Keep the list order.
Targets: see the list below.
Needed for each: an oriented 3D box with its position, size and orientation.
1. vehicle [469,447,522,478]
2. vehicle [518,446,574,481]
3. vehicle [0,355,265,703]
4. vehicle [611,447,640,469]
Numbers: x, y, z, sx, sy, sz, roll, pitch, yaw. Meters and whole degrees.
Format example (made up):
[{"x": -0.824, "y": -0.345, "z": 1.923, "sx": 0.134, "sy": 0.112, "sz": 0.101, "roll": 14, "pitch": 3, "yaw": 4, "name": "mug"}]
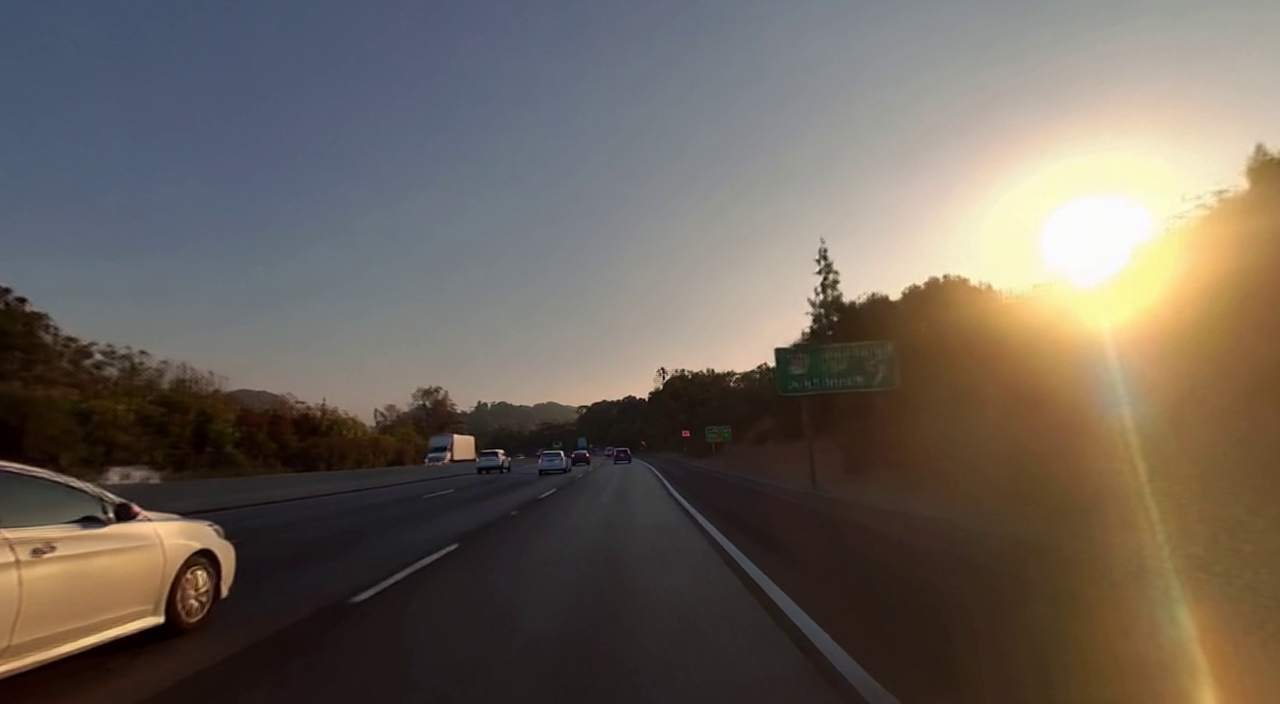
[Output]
[{"x": -7.715, "y": 5.922, "z": 33.812, "sx": 1.936, "sy": 1.516, "sz": 3.904, "roll": 0, "pitch": -9, "yaw": 0, "name": "vehicle"}, {"x": -4.250, "y": 5.115, "z": 28.954, "sx": 1.988, "sy": 1.477, "sz": 4.118, "roll": 0, "pitch": -9, "yaw": 0, "name": "vehicle"}, {"x": -4.036, "y": 0.872, "z": 2.642, "sx": 2.074, "sy": 1.779, "sz": 4.588, "roll": 0, "pitch": -9, "yaw": -1, "name": "vehicle"}, {"x": -1.048, "y": 7.636, "z": 45.381, "sx": 2.023, "sy": 1.479, "sz": 3.718, "roll": 0, "pitch": -9, "yaw": -1, "name": "vehicle"}]
